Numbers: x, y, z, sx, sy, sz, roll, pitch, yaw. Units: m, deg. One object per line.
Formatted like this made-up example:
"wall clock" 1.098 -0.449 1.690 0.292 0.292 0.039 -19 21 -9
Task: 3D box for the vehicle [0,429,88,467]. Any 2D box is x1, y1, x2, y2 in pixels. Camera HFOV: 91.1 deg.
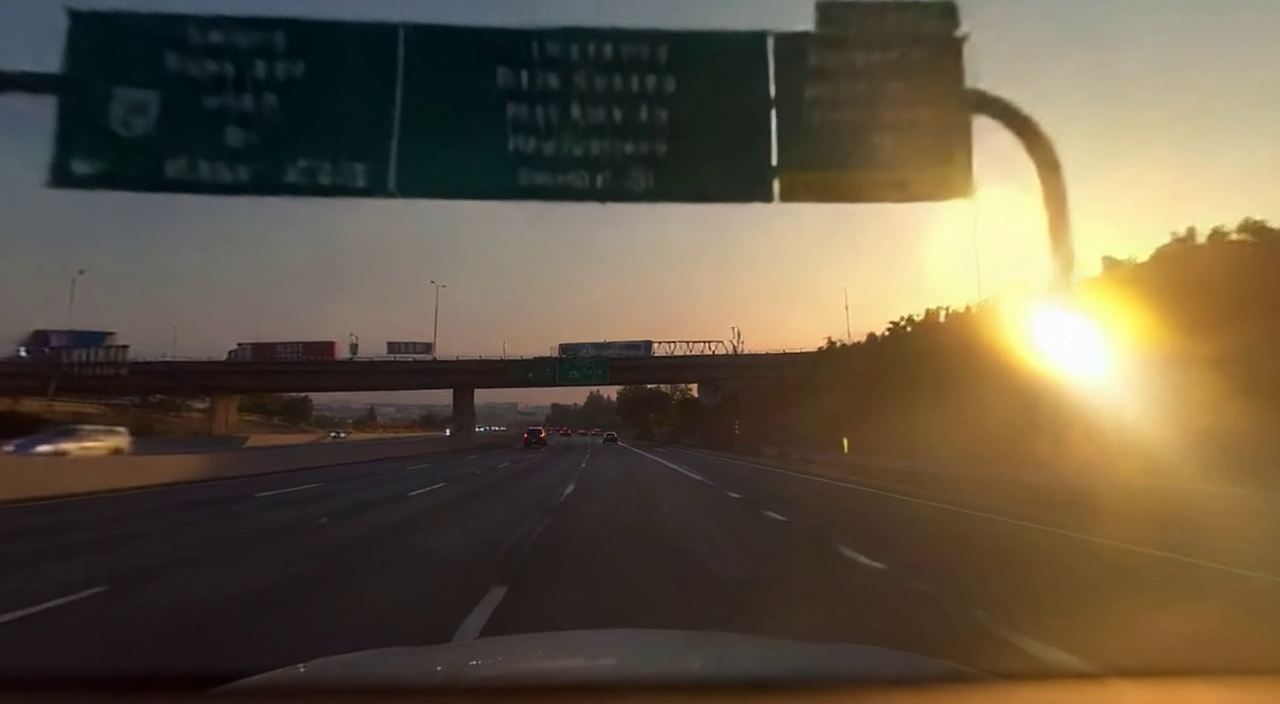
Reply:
"vehicle" -25.361 3.950 26.005 1.866 1.461 3.563 0 -8 -2
